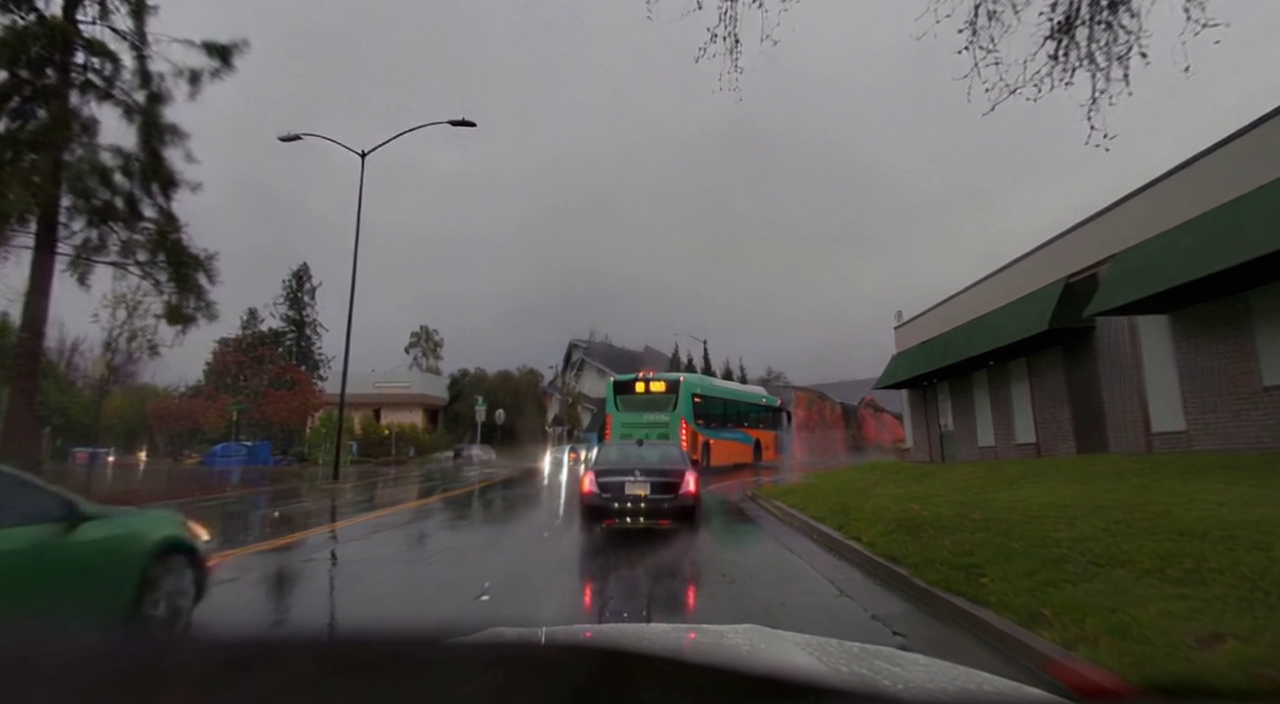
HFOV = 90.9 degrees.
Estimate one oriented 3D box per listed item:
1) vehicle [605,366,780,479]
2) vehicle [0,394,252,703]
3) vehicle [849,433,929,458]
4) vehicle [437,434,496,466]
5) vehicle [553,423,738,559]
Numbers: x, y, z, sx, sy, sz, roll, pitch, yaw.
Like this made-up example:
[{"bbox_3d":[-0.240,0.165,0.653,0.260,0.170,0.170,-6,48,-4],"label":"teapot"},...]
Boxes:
[{"bbox_3d":[2.476,2.778,23.635,2.948,3.303,9.977,-4,-9,26],"label":"vehicle"},{"bbox_3d":[-3.717,0.832,2.015,1.953,1.480,4.522,0,-8,2],"label":"vehicle"},{"bbox_3d":[15.708,5.898,39.751,4.422,1.457,1.882,-5,-10,29],"label":"vehicle"},{"bbox_3d":[-9.518,5.442,34.946,2.086,1.656,4.010,0,-9,0],"label":"vehicle"},{"bbox_3d":[0.093,1.807,8.935,2.020,1.478,3.922,0,-8,1],"label":"vehicle"}]
